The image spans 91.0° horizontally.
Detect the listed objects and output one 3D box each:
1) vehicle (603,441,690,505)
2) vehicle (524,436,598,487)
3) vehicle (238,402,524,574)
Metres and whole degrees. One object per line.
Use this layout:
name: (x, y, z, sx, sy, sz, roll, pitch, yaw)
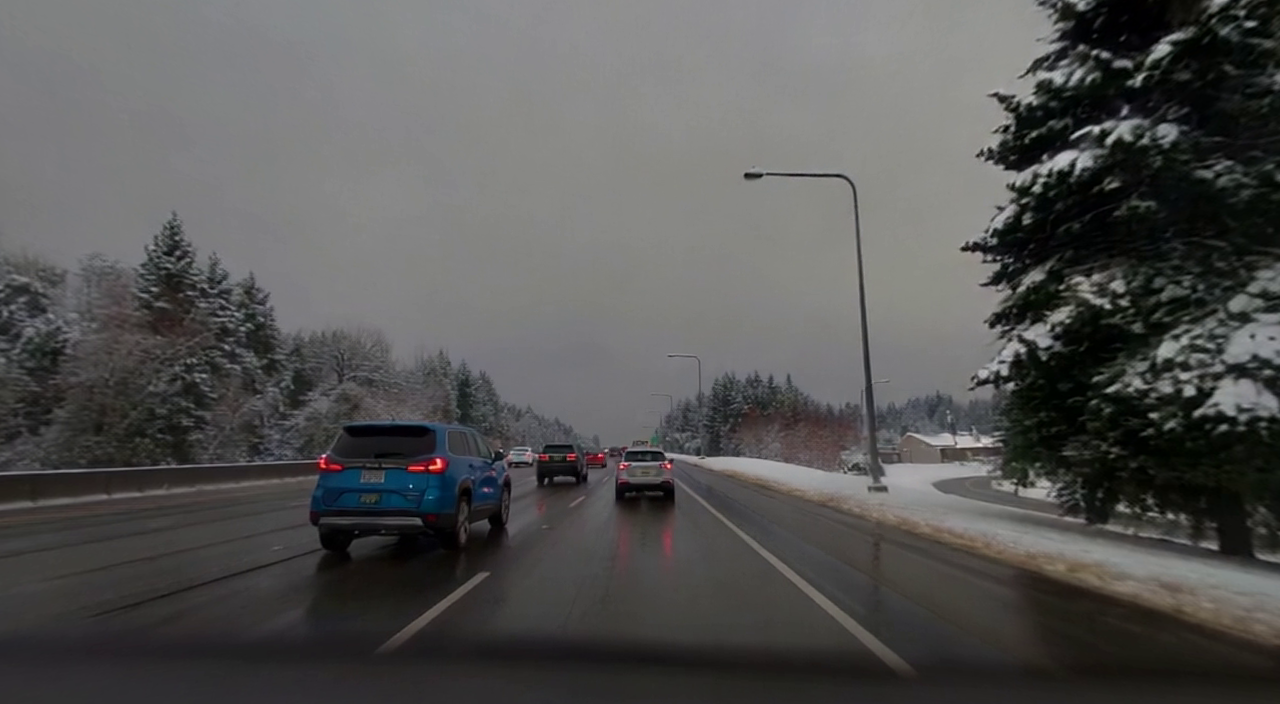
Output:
vehicle: (0.135, 3.193, 16.997, 2.068, 1.488, 4.045, 0, -9, -1)
vehicle: (-2.942, 4.228, 24.602, 2.125, 1.771, 4.721, 0, -9, 2)
vehicle: (-3.132, 1.755, 8.796, 2.123, 1.798, 4.108, 0, -9, 2)
